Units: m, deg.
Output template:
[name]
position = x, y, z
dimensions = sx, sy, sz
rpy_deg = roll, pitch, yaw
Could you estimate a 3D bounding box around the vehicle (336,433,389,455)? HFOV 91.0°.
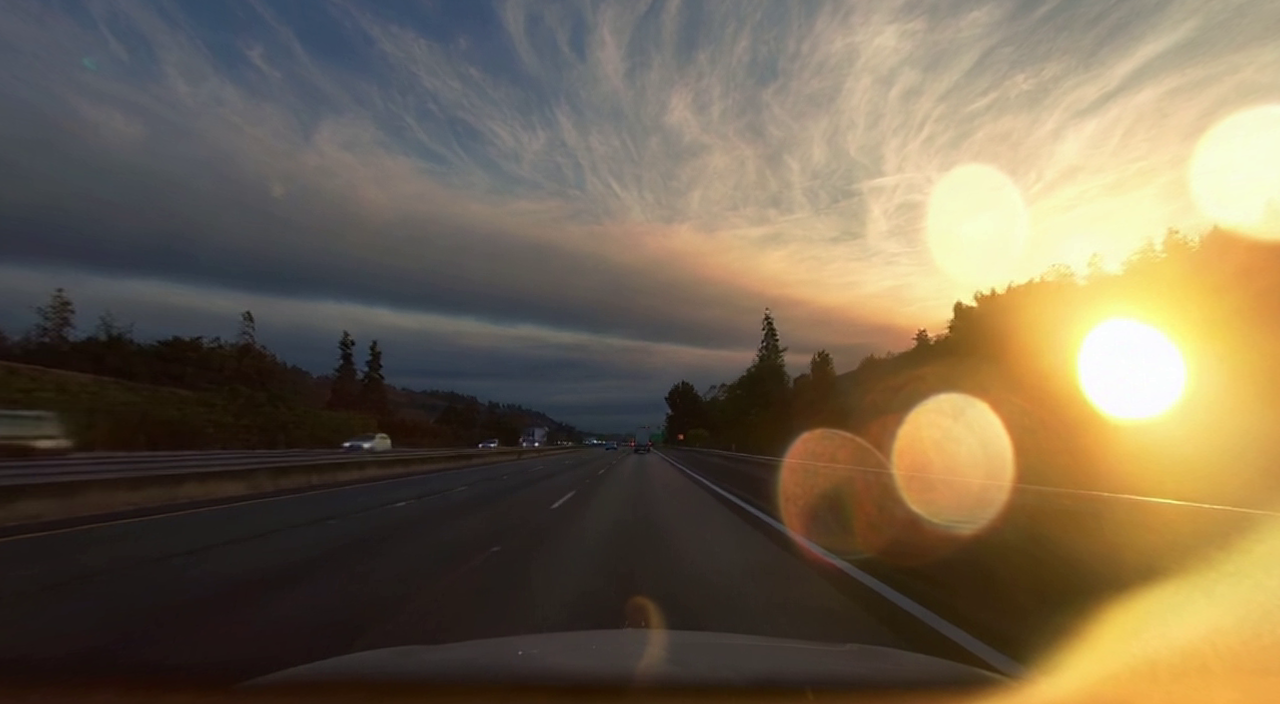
[vehicle]
position = -19.970, 6.630, 45.451
dimensions = 1.843, 1.517, 4.270
rpy_deg = 0, -8, 1
